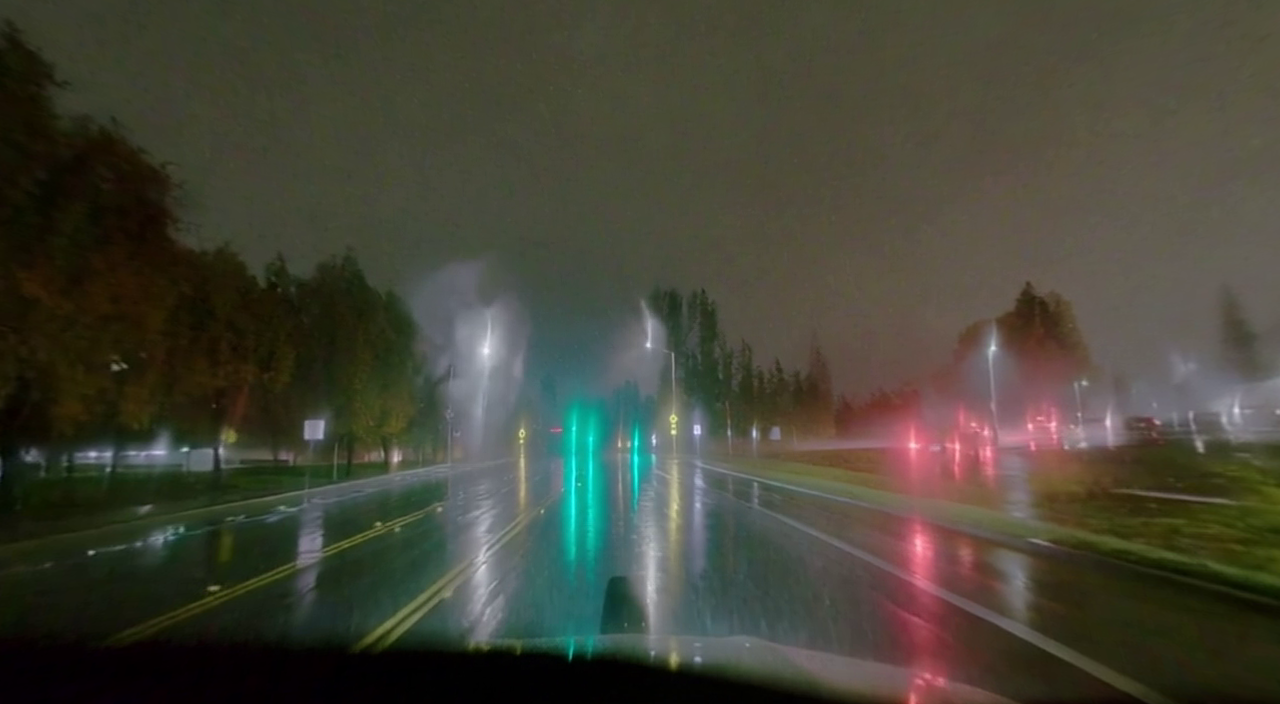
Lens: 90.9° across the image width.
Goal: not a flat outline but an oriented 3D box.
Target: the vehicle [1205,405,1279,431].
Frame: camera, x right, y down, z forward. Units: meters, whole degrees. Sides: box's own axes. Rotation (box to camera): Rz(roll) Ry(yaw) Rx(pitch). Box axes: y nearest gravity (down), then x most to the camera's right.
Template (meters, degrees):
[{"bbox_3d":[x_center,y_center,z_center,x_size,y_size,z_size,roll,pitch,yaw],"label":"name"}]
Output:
[{"bbox_3d":[39.516,4.315,40.995,1.823,1.489,4.541,-1,-8,9],"label":"vehicle"}]

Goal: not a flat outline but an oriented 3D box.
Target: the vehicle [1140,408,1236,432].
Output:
[{"bbox_3d":[42.576,5.334,49.050,5.184,1.740,1.973,-2,-8,12],"label":"vehicle"}]

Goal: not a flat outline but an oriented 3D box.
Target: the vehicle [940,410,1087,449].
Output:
[{"bbox_3d":[14.925,3.129,25.337,4.744,1.476,1.926,1,-8,-4],"label":"vehicle"}]
